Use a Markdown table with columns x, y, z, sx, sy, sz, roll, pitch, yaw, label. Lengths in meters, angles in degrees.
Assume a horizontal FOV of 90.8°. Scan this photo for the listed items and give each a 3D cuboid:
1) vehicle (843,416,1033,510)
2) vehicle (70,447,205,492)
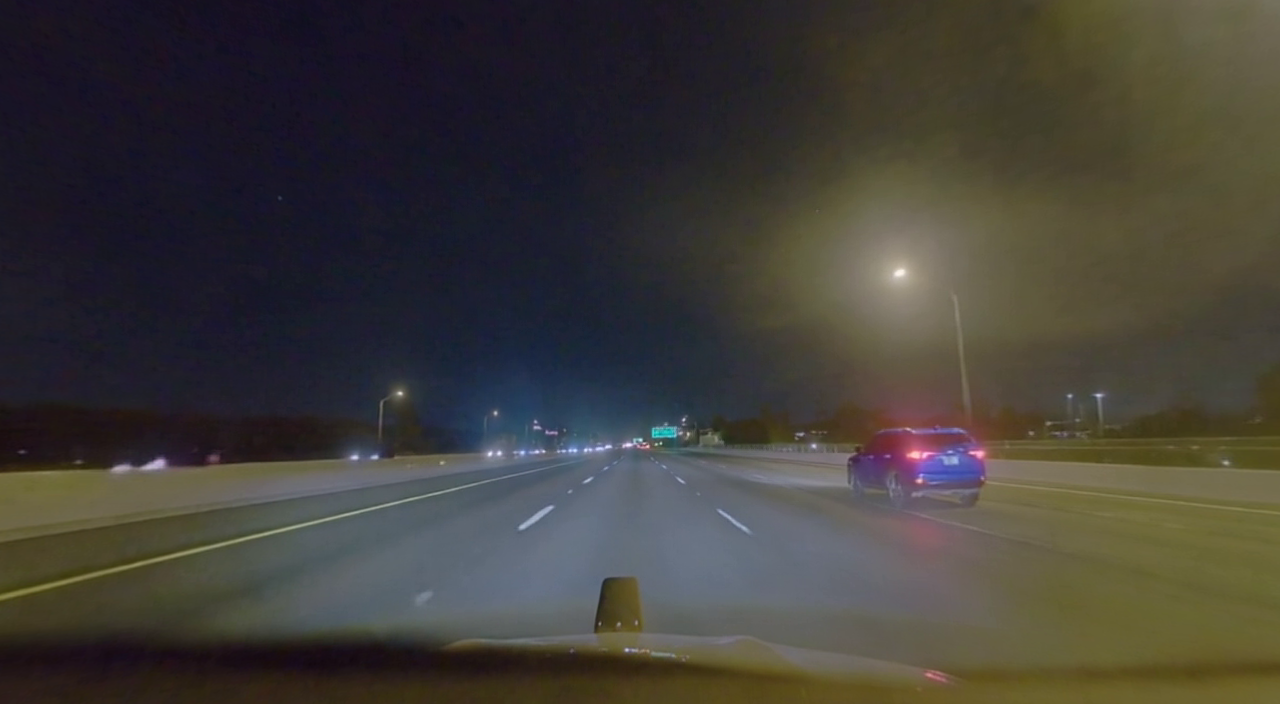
| x | y | z | sx | sy | sz | roll | pitch | yaw | label |
| --- | --- | --- | --- | --- | --- | --- | --- | --- | --- |
| 6.857 | 2.610 | 15.273 | 2.222 | 1.899 | 4.595 | 0 | -9 | -1 | vehicle |
| -21.842 | 5.092 | 27.743 | 2.003 | 1.762 | 4.737 | 0 | -8 | 0 | vehicle |
